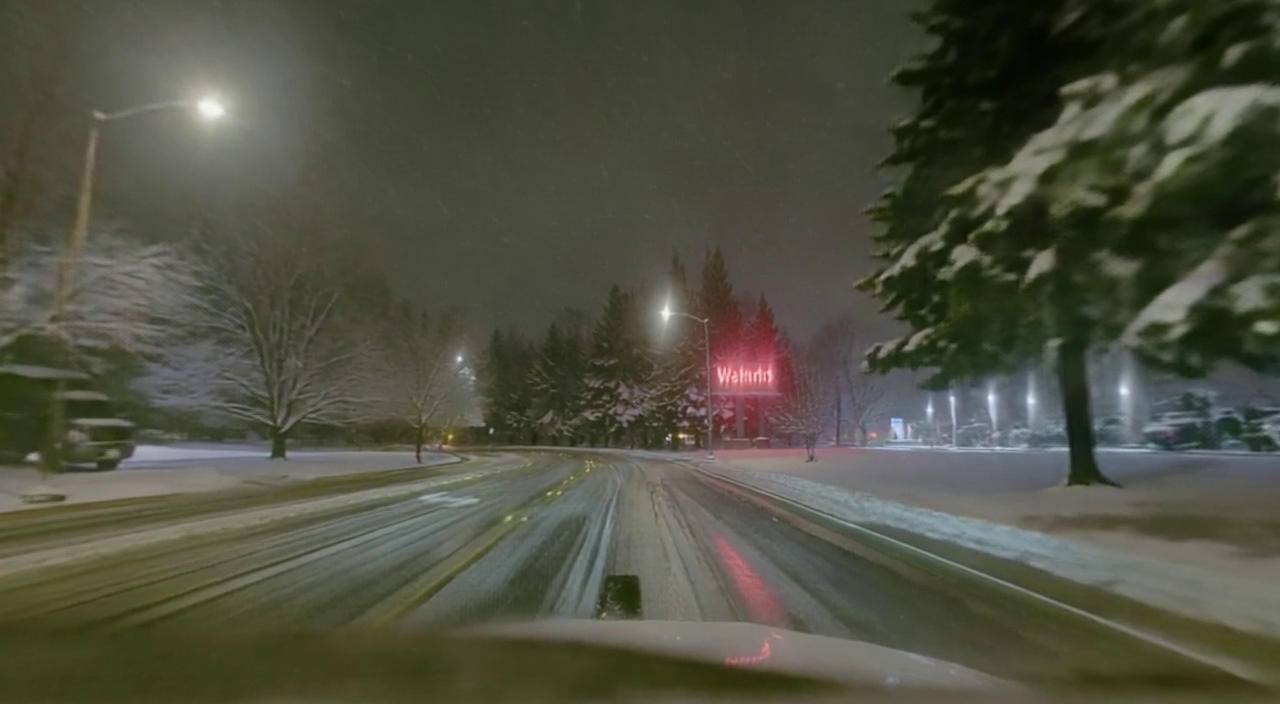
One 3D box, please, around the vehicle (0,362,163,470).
[{"bbox_3d":[-19.886,2.110,20.477,6.595,3.267,2.535,0,-8,0],"label":"vehicle"}]
